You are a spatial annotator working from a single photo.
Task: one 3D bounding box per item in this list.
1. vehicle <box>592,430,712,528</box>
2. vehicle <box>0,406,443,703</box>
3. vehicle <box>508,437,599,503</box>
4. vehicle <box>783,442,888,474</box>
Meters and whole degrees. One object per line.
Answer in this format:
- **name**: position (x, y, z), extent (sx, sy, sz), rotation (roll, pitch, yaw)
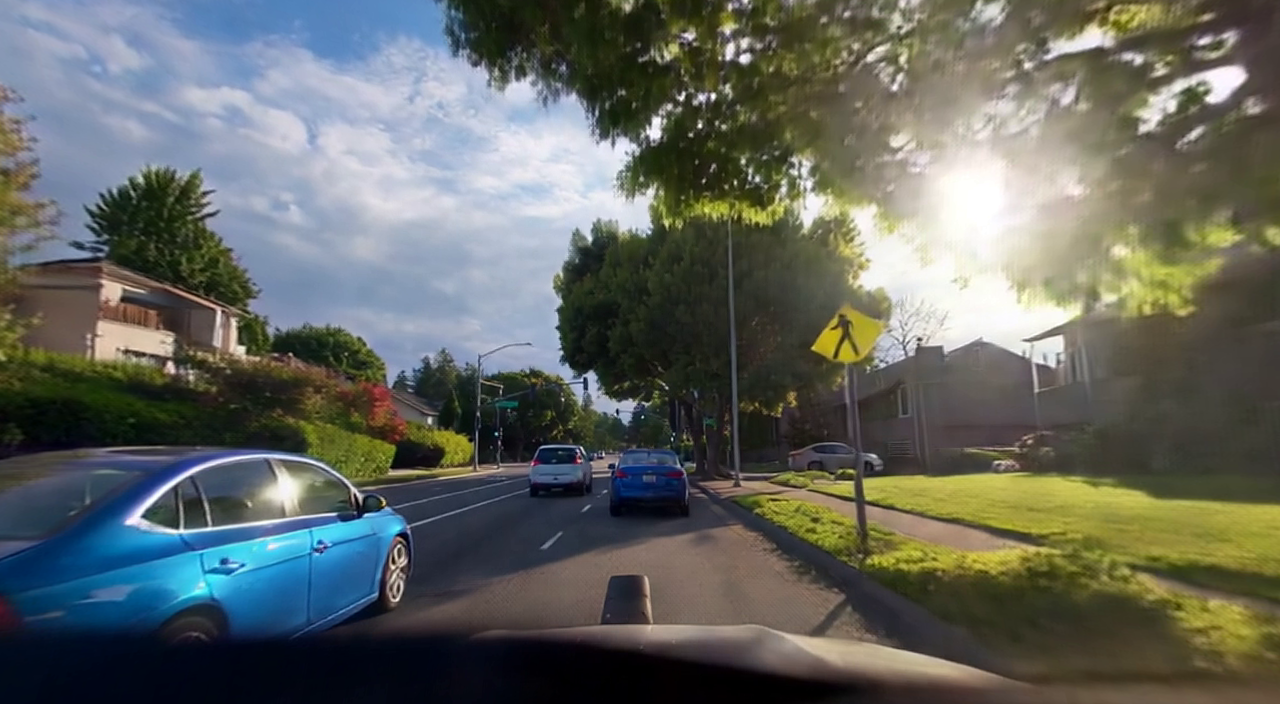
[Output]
- **vehicle**: position (0.242, 2.550, 13.179), extent (2.120, 1.718, 3.909), rotation (0, -9, 1)
- **vehicle**: position (-2.843, 1.131, 3.349), extent (1.968, 1.472, 4.685), rotation (0, -9, 2)
- **vehicle**: position (-2.475, 3.504, 19.115), extent (2.000, 1.737, 4.133), rotation (0, -9, 2)
- **vehicle**: position (9.501, 5.179, 30.907), extent (4.456, 1.504, 1.914), rotation (0, -9, 0)
